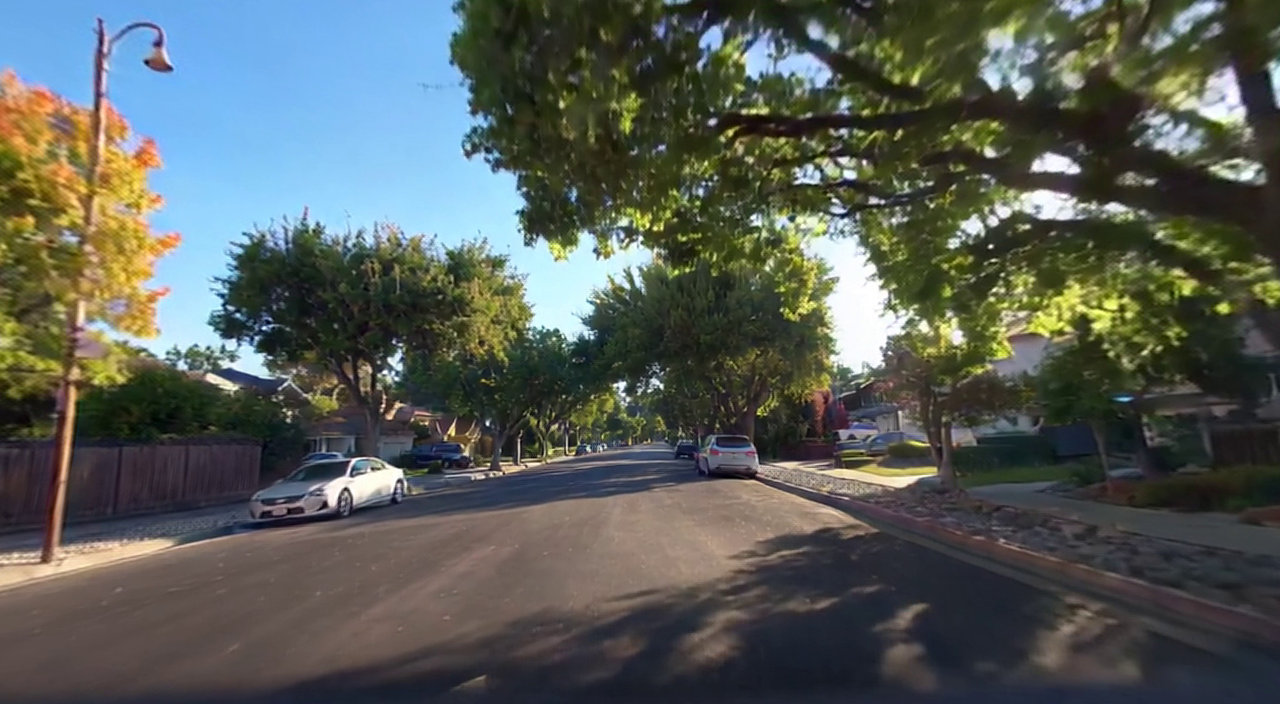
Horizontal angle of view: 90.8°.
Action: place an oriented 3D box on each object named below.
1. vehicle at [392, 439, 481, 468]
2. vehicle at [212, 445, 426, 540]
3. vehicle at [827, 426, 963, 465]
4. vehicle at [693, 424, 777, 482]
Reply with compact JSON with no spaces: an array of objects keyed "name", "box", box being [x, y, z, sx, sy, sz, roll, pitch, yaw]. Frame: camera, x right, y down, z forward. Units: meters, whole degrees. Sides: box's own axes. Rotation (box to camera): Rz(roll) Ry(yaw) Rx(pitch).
[{"name":"vehicle","box":[-12.847,6.411,40.045,4.928,1.797,1.981,0,-8,2]},{"name":"vehicle","box":[-6.268,2.732,13.032,2.099,1.399,4.357,-4,-7,1]},{"name":"vehicle","box":[10.608,3.955,26.736,5.041,1.486,1.969,-3,-9,14]},{"name":"vehicle","box":[3.316,3.656,23.243,2.241,1.875,5.059,0,-8,-1]}]
